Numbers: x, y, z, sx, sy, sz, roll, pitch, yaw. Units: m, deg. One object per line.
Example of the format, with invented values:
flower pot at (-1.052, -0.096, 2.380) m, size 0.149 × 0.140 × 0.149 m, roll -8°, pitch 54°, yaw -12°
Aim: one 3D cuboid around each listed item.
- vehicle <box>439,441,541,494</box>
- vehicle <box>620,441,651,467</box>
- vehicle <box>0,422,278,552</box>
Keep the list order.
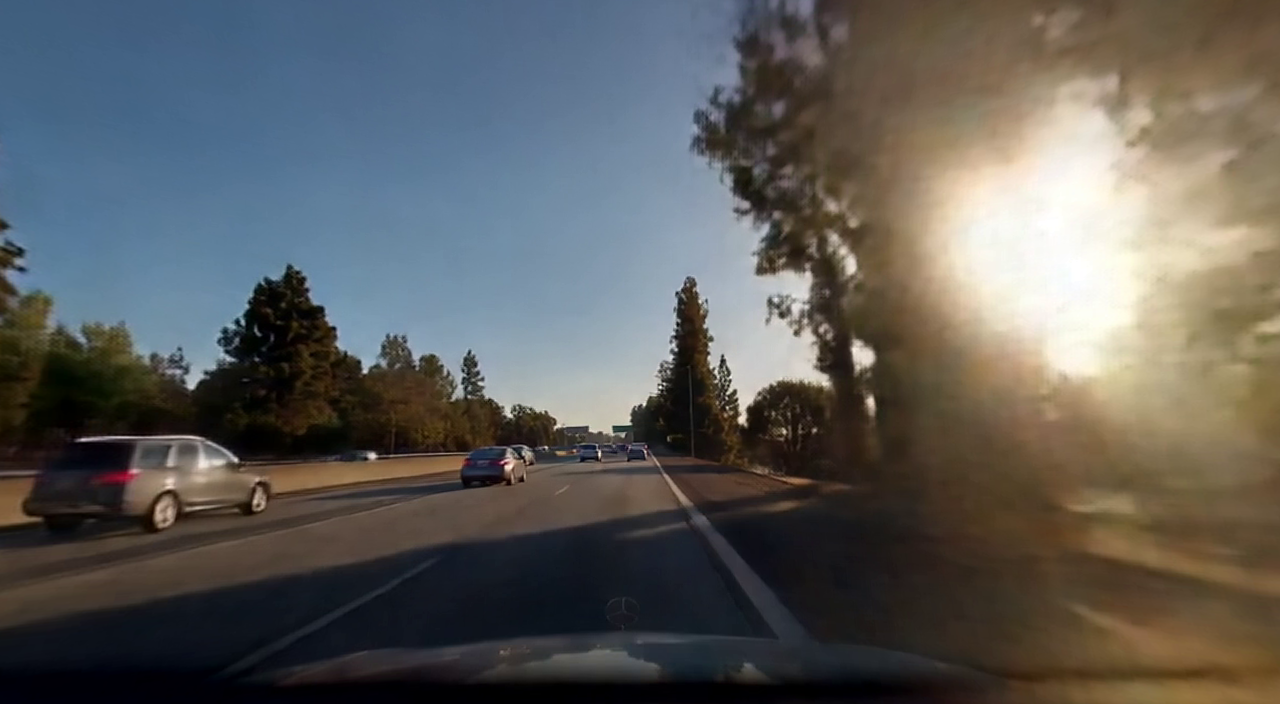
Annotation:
vehicle at (-4.884, 3.837, 21.374) m, size 2.102 × 1.562 × 4.884 m, roll -1°, pitch -9°, yaw 2°
vehicle at (-0.316, 7.483, 46.523) m, size 2.179 × 1.742 × 4.396 m, roll 0°, pitch -9°, yaw 0°
vehicle at (-8.879, 2.238, 11.182) m, size 2.091 × 1.795 × 4.617 m, roll -1°, pitch -9°, yaw 2°
